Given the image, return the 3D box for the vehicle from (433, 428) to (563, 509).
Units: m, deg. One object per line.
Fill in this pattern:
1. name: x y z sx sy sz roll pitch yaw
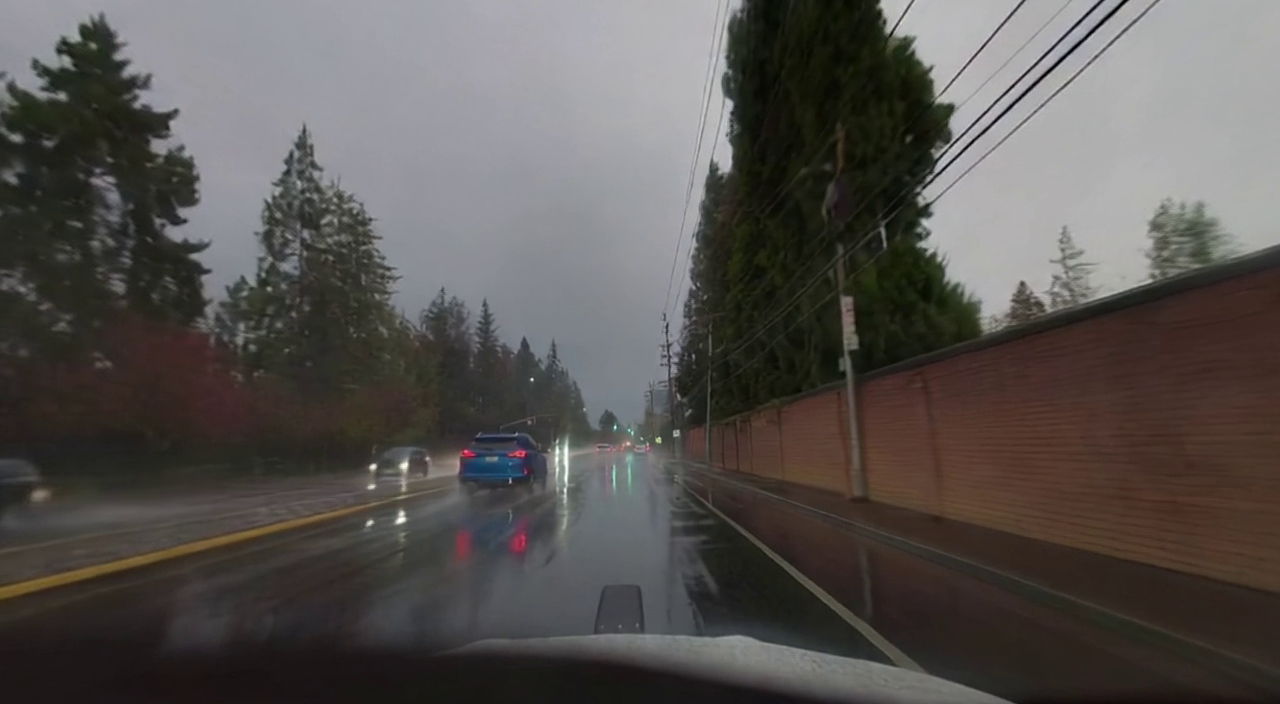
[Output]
1. vehicle: -3.345 2.838 15.878 2.147 1.730 4.555 0 -8 1

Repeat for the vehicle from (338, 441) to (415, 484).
1. vehicle: -12.406 5.196 29.962 1.930 1.868 4.063 0 -8 -1
